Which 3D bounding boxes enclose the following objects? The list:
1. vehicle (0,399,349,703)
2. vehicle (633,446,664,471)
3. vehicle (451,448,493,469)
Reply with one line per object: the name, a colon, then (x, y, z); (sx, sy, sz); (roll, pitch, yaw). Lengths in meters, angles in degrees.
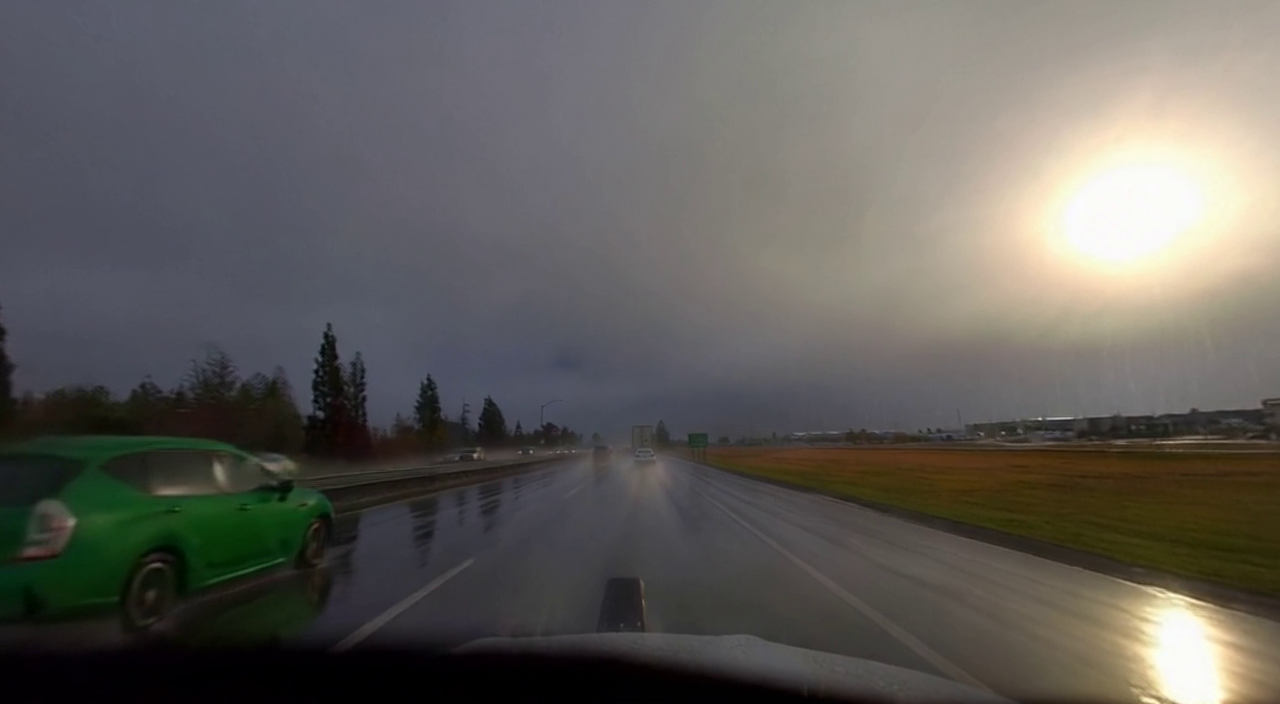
vehicle: (-4.252, 1.281, 4.794); (2.172, 1.548, 3.953); (0, -9, 0)
vehicle: (0.526, 7.141, 42.389); (1.992, 1.593, 3.937); (0, -9, -1)
vehicle: (-12.809, 8.138, 48.257); (1.965, 1.523, 4.502); (0, -9, 0)
